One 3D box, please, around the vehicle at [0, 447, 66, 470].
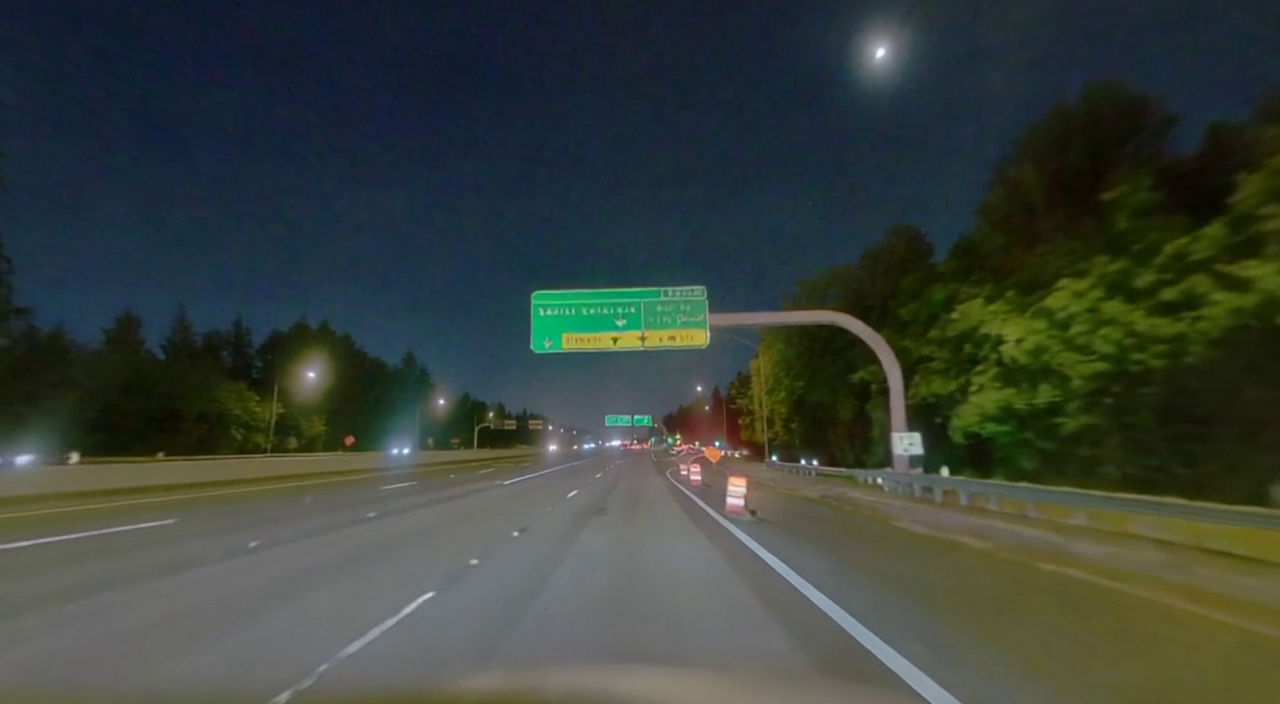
[{"bbox_3d":[-41.170,7.058,41.768,1.815,1.443,4.563,0,-10,0],"label":"vehicle"}]
